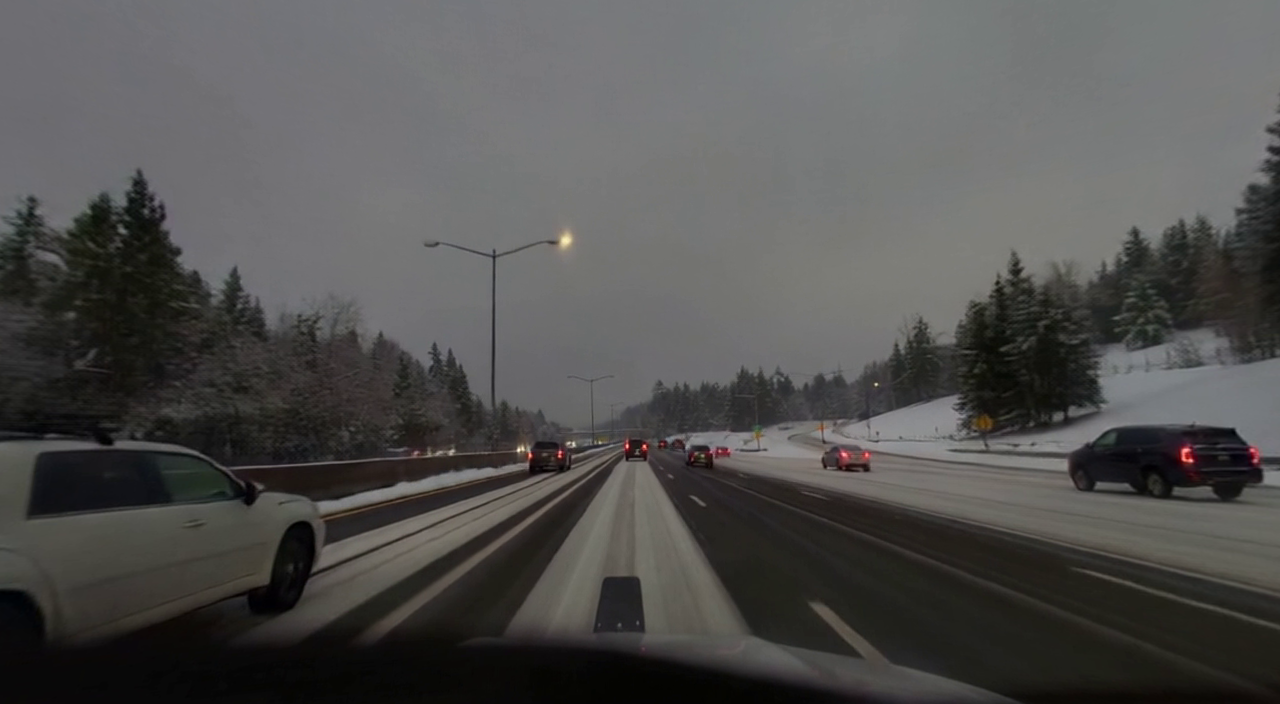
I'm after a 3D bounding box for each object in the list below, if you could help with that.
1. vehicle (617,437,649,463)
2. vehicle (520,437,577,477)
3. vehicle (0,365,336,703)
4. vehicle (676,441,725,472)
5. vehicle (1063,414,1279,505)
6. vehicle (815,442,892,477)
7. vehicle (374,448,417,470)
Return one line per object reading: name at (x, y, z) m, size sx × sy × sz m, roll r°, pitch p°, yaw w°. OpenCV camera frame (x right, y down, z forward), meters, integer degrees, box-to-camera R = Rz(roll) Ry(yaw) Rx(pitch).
vehicle at (-0.516, 7.119, 46.023) m, size 2.192 × 1.813 × 4.864 m, roll 0°, pitch -8°, yaw -1°
vehicle at (-4.046, 4.729, 28.663) m, size 1.992 × 1.651 × 4.185 m, roll 0°, pitch -8°, yaw -1°
vehicle at (-3.612, 0.974, 3.078) m, size 2.119 × 1.654 × 4.353 m, roll 0°, pitch -8°, yaw -1°
vehicle at (3.057, 5.375, 32.823) m, size 2.007 × 1.469 × 4.337 m, roll 0°, pitch -8°, yaw -2°
vehicle at (12.908, 2.517, 15.141) m, size 2.076 × 1.799 × 4.871 m, roll 0°, pitch -8°, yaw -1°
vehicle at (9.366, 4.736, 28.063) m, size 1.910 × 1.384 × 3.867 m, roll 1°, pitch -8°, yaw -3°
vehicle at (-16.597, 7.236, 42.968) m, size 1.533 × 1.384 × 3.386 m, roll 0°, pitch -8°, yaw 0°
